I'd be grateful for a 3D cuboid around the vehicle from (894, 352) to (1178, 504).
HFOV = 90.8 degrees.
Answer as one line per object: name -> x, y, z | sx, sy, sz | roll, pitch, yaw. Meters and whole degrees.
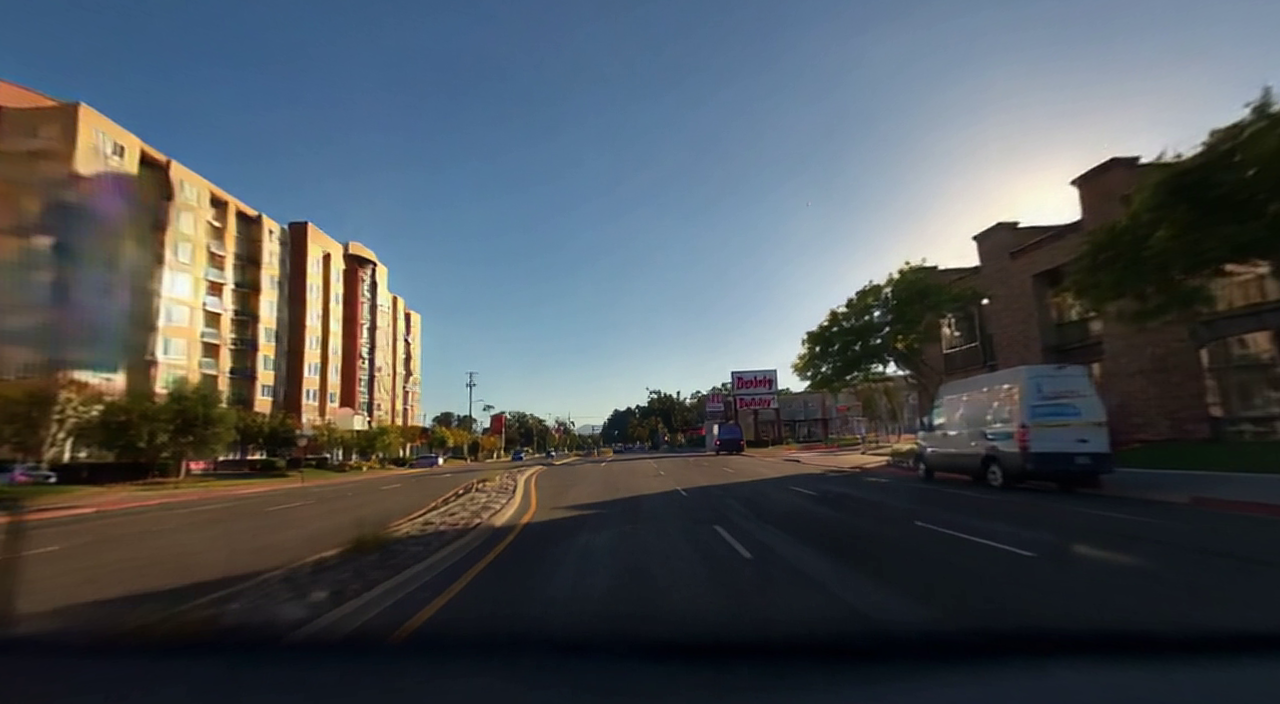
vehicle -> 9.815, 2.080, 16.968 | 2.917, 3.205, 6.985 | 0, -8, -1
